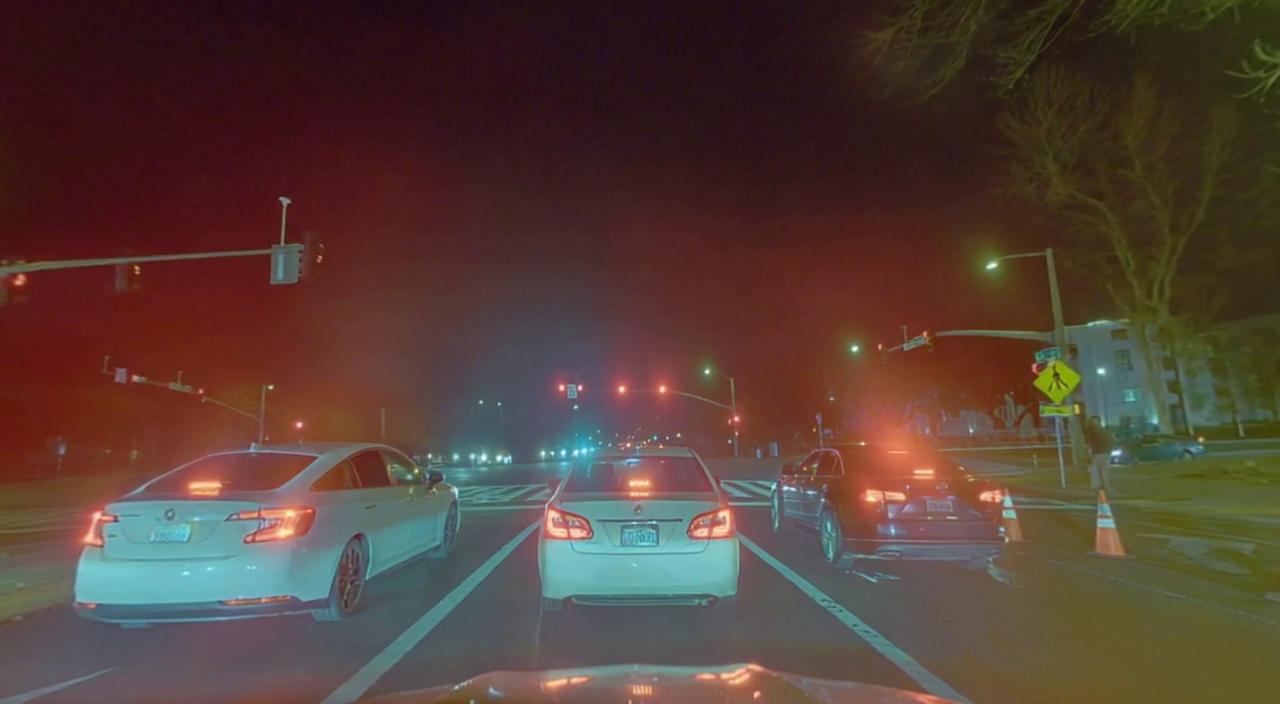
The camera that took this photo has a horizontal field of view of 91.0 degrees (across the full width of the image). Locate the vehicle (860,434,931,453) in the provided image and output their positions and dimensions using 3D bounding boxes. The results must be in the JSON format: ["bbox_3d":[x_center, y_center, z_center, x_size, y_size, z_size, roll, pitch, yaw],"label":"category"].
[{"bbox_3d":[20.233,7.261,49.925,4.827,1.484,1.883,0,-9,0],"label":"vehicle"}]

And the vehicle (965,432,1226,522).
[{"bbox_3d":[9.366,2.578,13.601,1.957,1.576,4.670,0,-9,-3],"label":"vehicle"}]

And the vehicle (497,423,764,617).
[{"bbox_3d":[-0.116,1.627,7.112,2.061,1.486,4.332,0,-8,-1],"label":"vehicle"}]

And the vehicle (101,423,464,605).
[{"bbox_3d":[-3.604,1.679,7.402,1.863,1.526,4.006,0,-8,1],"label":"vehicle"}]
